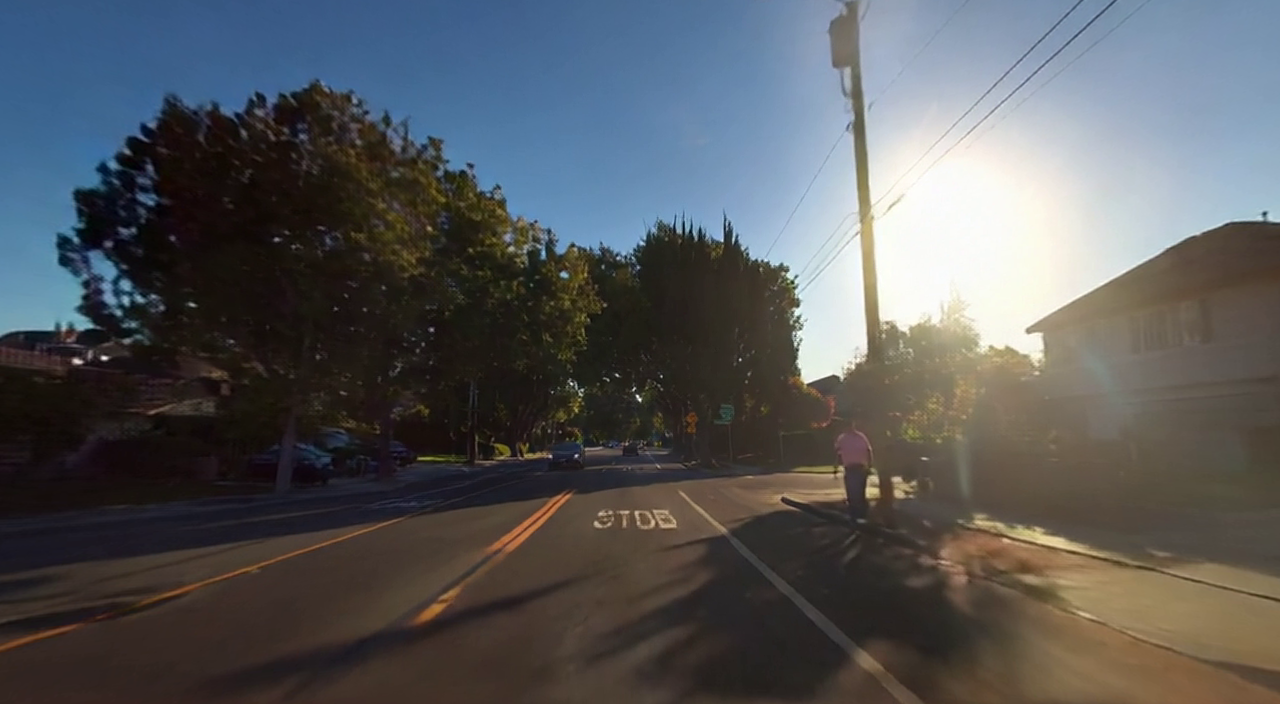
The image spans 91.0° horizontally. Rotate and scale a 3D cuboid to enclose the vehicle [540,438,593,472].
[{"bbox_3d":[-4.013,5.745,35.415,2.267,1.768,4.911,0,-9,1],"label":"vehicle"}]
